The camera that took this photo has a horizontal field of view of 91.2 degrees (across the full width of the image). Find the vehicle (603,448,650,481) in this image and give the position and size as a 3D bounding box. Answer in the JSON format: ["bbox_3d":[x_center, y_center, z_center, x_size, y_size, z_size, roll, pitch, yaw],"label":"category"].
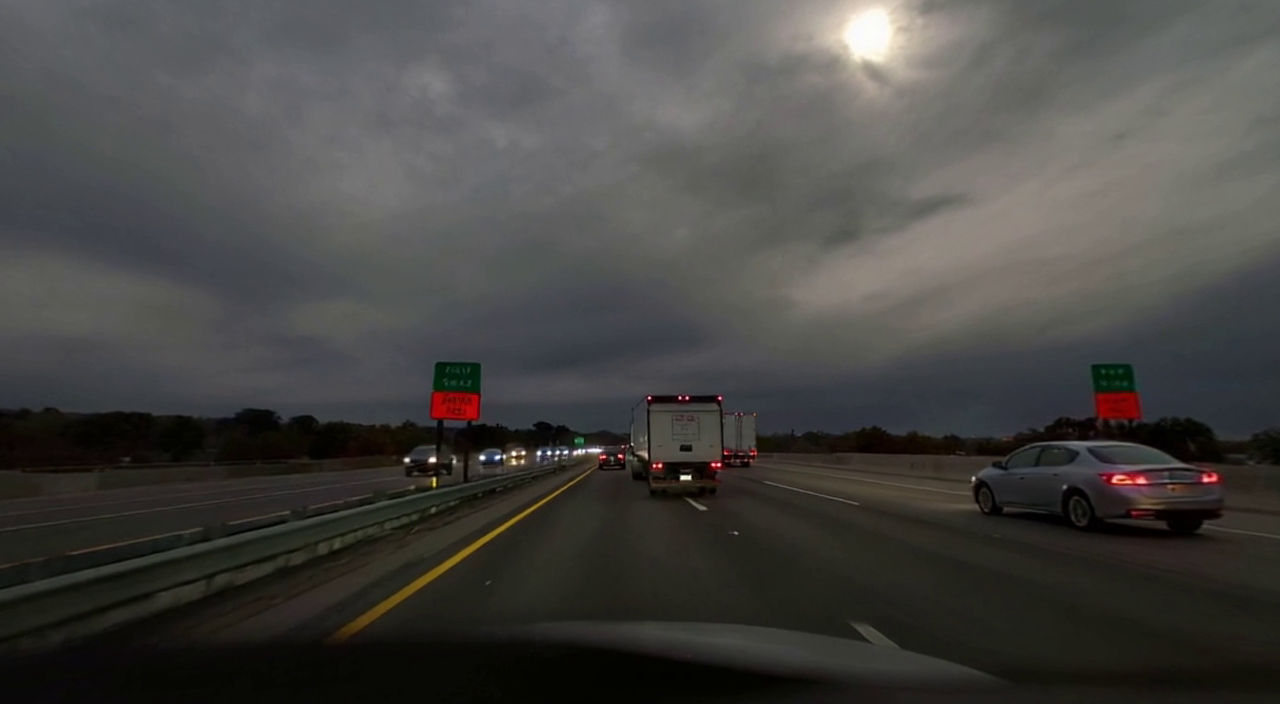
[{"bbox_3d":[-0.605,5.068,28.472,1.985,1.371,3.674,0,-9,-1],"label":"vehicle"}]

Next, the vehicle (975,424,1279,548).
[{"bbox_3d":[7.378,1.988,9.866,1.988,1.534,3.763,0,-9,-2],"label":"vehicle"}]

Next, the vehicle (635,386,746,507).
[{"bbox_3d":[1.408,2.629,17.425,2.506,2.743,6.093,-1,-9,5],"label":"vehicle"}]

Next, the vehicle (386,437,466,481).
[{"bbox_3d":[-9.964,5.013,29.638,2.140,1.901,4.718,0,-9,-1],"label":"vehicle"}]
